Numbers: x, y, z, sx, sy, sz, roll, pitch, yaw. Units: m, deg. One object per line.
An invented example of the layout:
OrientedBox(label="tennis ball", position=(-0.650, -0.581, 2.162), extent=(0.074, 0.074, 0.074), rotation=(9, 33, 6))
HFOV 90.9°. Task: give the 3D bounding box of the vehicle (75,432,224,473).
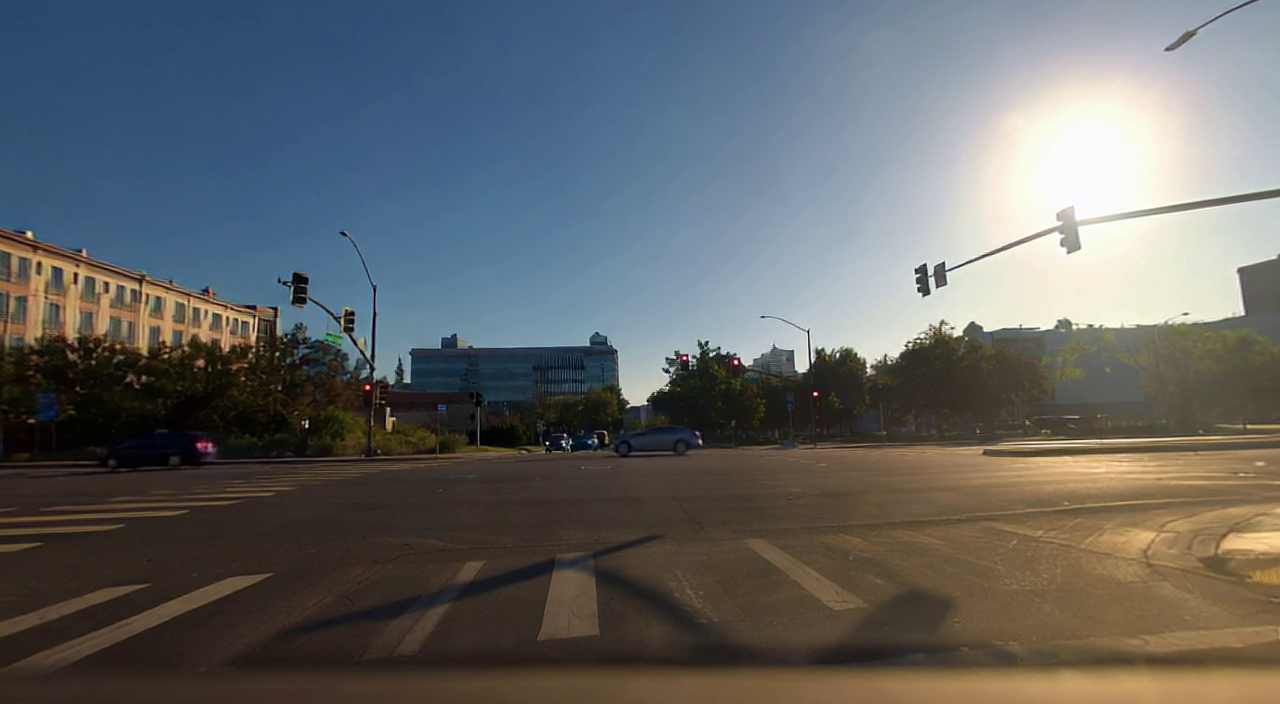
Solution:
OrientedBox(label="vehicle", position=(-20.223, 4.154, 26.196), extent=(4.407, 1.569, 1.859), rotation=(2, -9, -11))

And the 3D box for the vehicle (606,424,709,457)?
OrientedBox(label="vehicle", position=(0.766, 4.095, 29.106), extent=(4.510, 1.431, 1.884), rotation=(1, -9, -8))

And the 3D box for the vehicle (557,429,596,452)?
OrientedBox(label="vehicle", position=(-4.351, 6.158, 43.761), extent=(1.919, 1.467, 4.086), rotation=(-1, -9, 6))

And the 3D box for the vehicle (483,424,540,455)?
OrientedBox(label="vehicle", position=(-8.236, 5.736, 40.909), extent=(2.000, 1.864, 5.044), rotation=(-1, -9, 7))
